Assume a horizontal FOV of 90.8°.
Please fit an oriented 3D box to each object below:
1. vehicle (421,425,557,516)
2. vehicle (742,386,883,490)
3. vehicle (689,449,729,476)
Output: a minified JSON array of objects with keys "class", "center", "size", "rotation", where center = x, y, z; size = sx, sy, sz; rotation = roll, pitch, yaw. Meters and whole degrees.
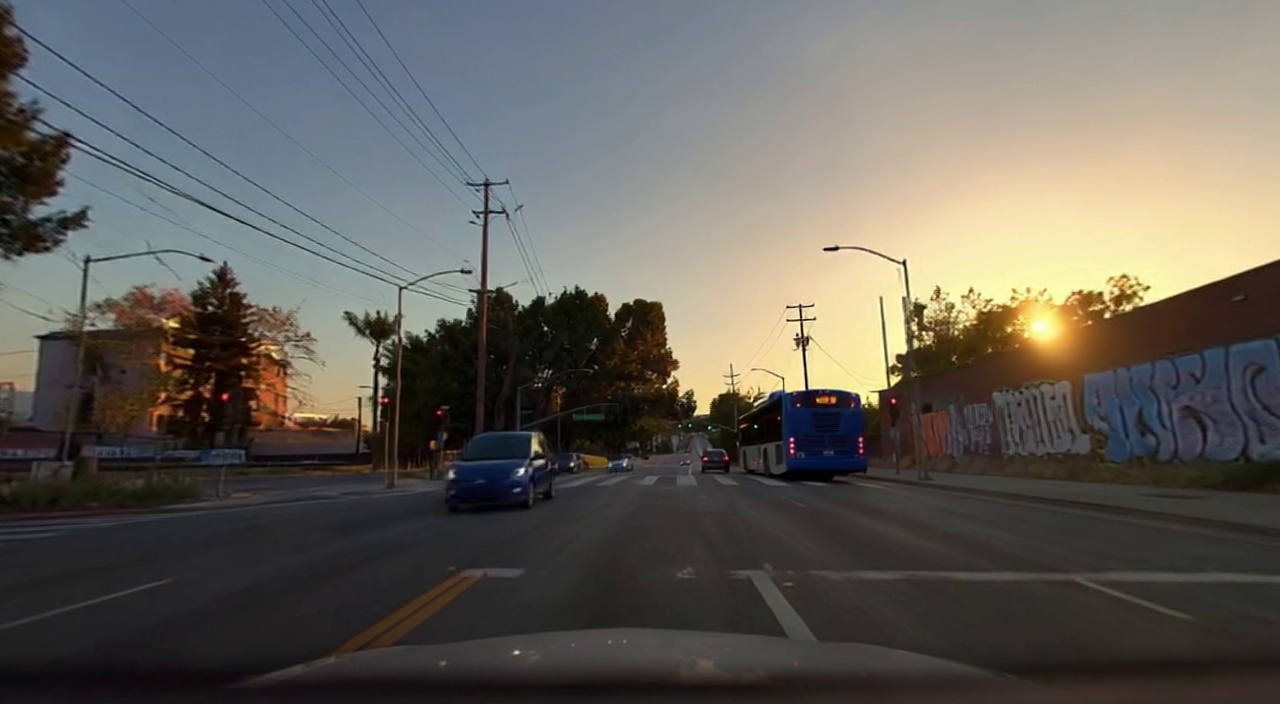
[{"class":"vehicle","center":[-3.345,2.724,14.940],"size":[2.015,1.818,4.061],"rotation":[-1,-9,3]},{"class":"vehicle","center":[6.736,3.796,27.349],"size":[3.045,3.447,12.604],"rotation":[-1,-9,2]},{"class":"vehicle","center":[3.990,6.464,37.194],"size":[1.961,1.470,4.196],"rotation":[0,-9,1]}]
